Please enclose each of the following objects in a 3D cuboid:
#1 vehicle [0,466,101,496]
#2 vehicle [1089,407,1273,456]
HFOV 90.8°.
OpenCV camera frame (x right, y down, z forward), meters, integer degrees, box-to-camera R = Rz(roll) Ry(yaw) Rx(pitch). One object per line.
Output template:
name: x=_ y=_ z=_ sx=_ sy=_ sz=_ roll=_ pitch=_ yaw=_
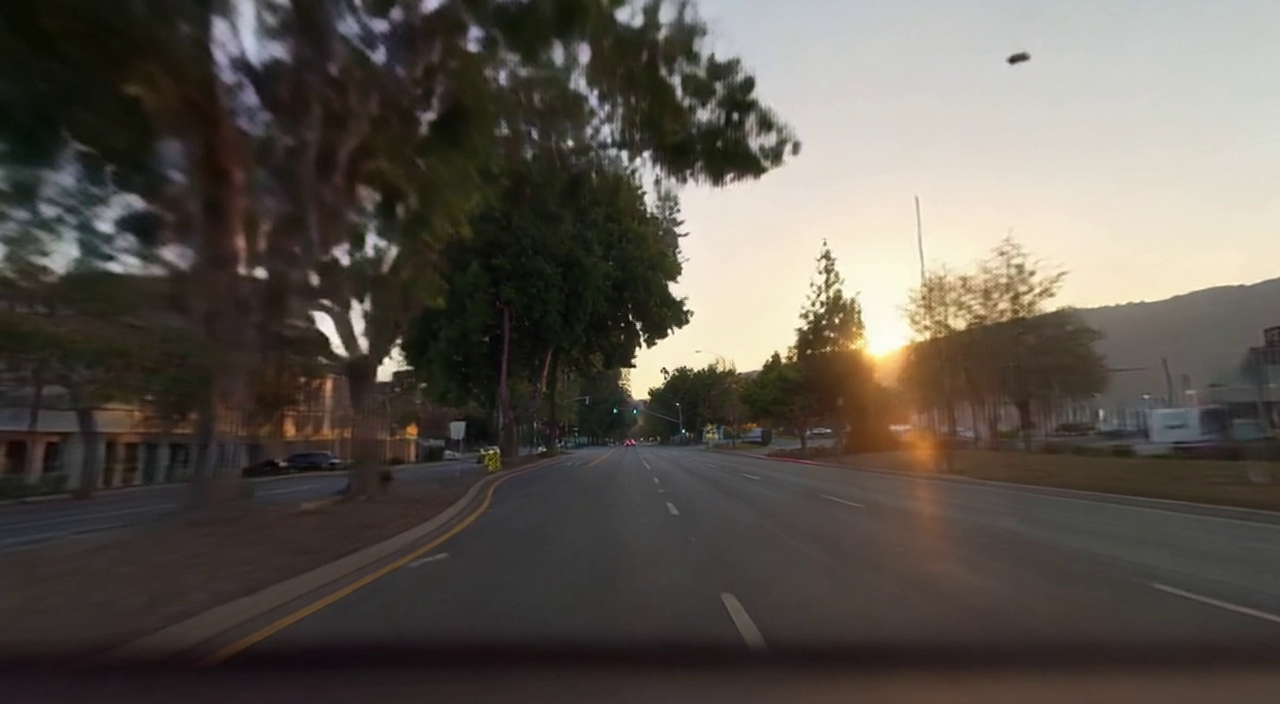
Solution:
vehicle: x=-31.014 y=6.708 z=33.022 sx=3.801 sy=1.426 sz=1.973 roll=0 pitch=-8 yaw=-2
vehicle: x=18.980 y=2.822 z=22.335 sx=4.688 sy=1.658 sz=1.950 roll=0 pitch=-8 yaw=-1
